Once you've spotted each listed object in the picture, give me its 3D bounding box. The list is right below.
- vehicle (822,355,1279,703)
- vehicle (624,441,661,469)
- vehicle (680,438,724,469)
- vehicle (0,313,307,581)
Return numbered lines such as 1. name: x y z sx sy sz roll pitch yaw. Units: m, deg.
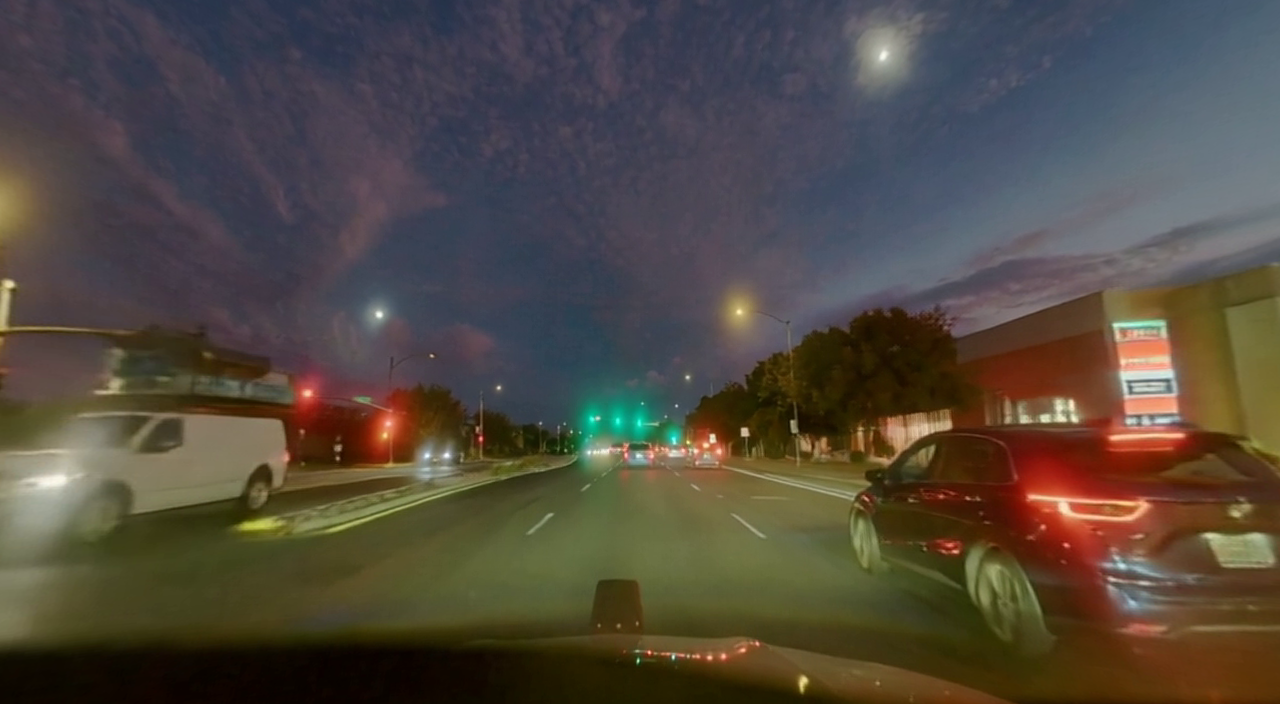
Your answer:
1. vehicle: 3.041 1.170 4.778 1.969 1.682 4.387 0 -9 0
2. vehicle: 0.084 6.000 36.909 2.023 1.532 3.891 0 -9 -2
3. vehicle: 3.525 5.929 36.907 2.085 1.668 4.077 0 -9 -1
4. vehicle: -7.258 1.297 8.846 2.334 2.525 5.893 0 -9 -5
